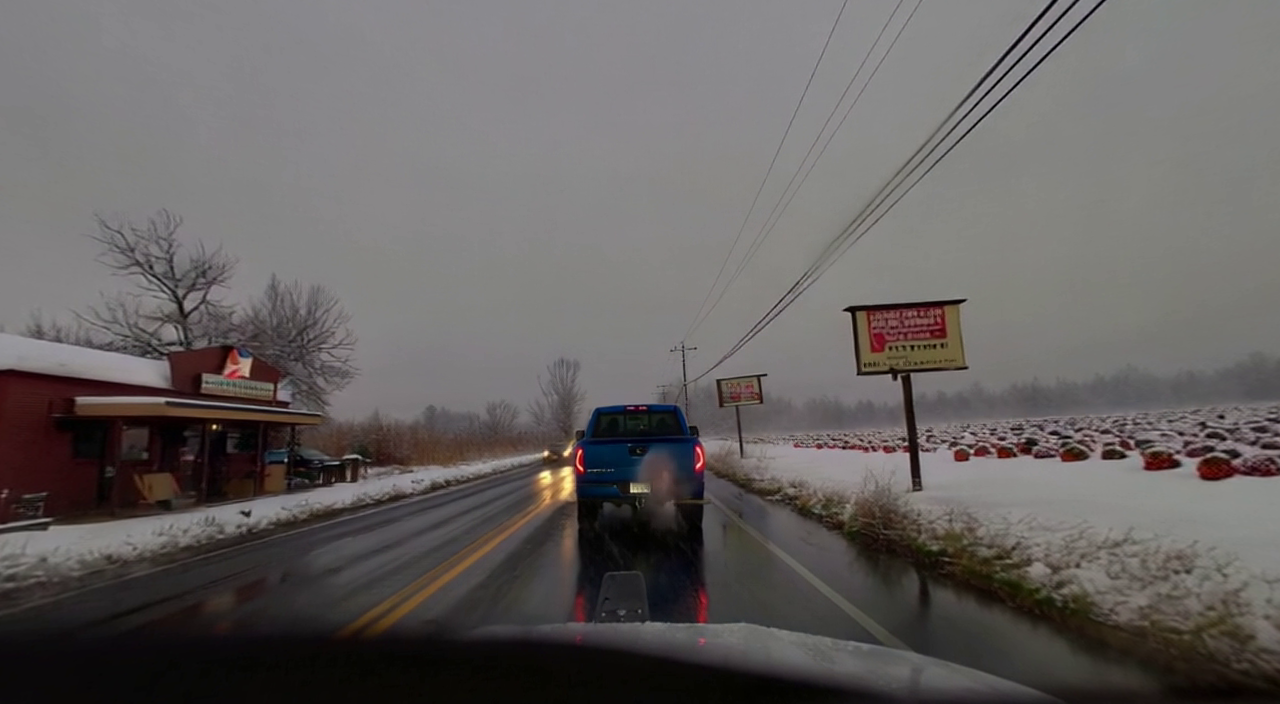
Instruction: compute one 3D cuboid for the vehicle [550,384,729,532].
[{"bbox_3d":[-0.094,2.024,12.550,2.693,2.223,5.885,0,-8,-2],"label":"vehicle"}]
